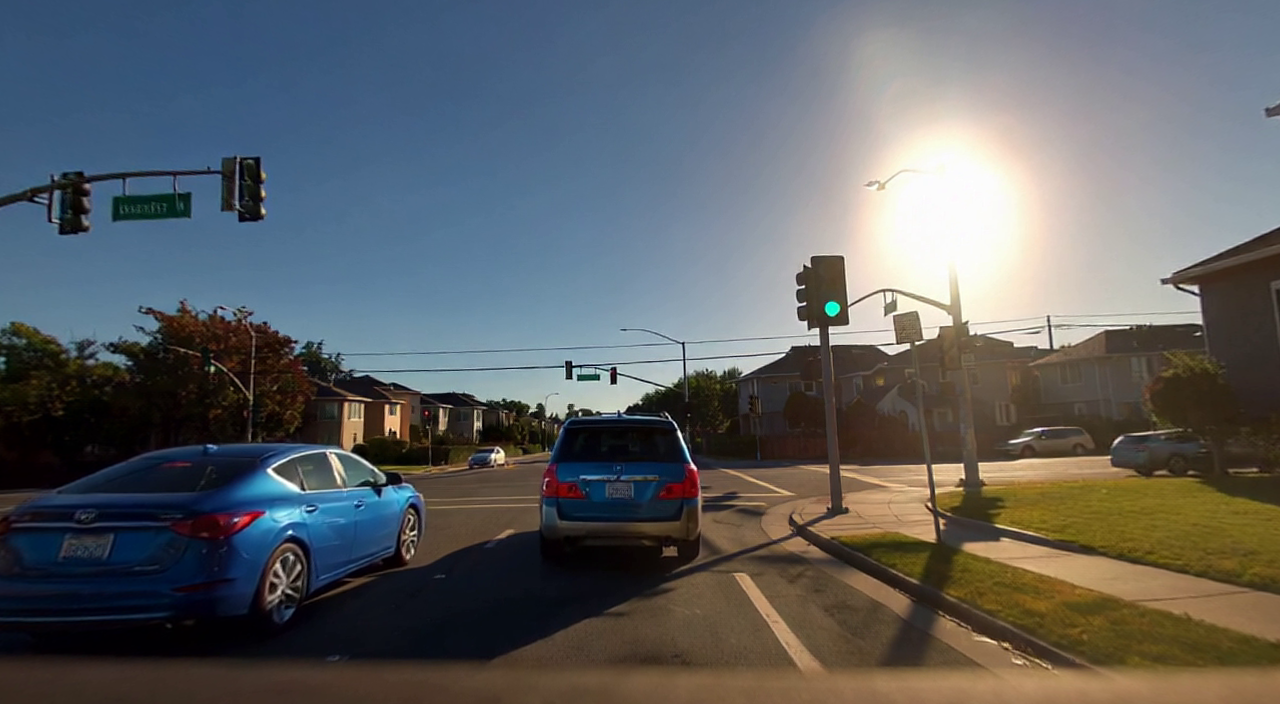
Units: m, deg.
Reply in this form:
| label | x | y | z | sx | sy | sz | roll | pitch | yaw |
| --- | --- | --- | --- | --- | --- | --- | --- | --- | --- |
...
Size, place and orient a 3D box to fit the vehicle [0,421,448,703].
| label | x | y | z | sx | sy | sz | roll | pitch | yaw |
| --- | --- | --- | --- | --- | --- | --- | --- | --- | --- |
| vehicle | -3.330 | 1.430 | 5.549 | 1.934 | 1.459 | 4.368 | 0 | -8 | 0 |

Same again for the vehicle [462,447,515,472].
| label | x | y | z | sx | sy | sz | roll | pitch | yaw |
| --- | --- | --- | --- | --- | --- | --- | --- | --- | --- |
| vehicle | -9.527 | 6.757 | 40.076 | 2.028 | 1.474 | 4.637 | -1 | -8 | 2 |

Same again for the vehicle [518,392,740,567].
| label | x | y | z | sx | sy | sz | roll | pitch | yaw |
| --- | --- | --- | --- | --- | --- | --- | --- | --- | --- |
| vehicle | -0.179 | 1.718 | 9.220 | 2.396 | 1.881 | 4.606 | 0 | -8 | -2 |

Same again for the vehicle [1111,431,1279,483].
| label | x | y | z | sx | sy | sz | roll | pitch | yaw |
| --- | --- | --- | --- | --- | --- | --- | --- | --- | --- |
| vehicle | 17.226 | 3.099 | 18.769 | 4.715 | 1.439 | 1.874 | -2 | -9 | 14 |

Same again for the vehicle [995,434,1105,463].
| label | x | y | z | sx | sy | sz | roll | pitch | yaw |
| --- | --- | --- | --- | --- | --- | --- | --- | --- | --- |
| vehicle | 21.348 | 5.048 | 33.105 | 4.353 | 1.431 | 1.876 | -2 | -9 | 14 |
